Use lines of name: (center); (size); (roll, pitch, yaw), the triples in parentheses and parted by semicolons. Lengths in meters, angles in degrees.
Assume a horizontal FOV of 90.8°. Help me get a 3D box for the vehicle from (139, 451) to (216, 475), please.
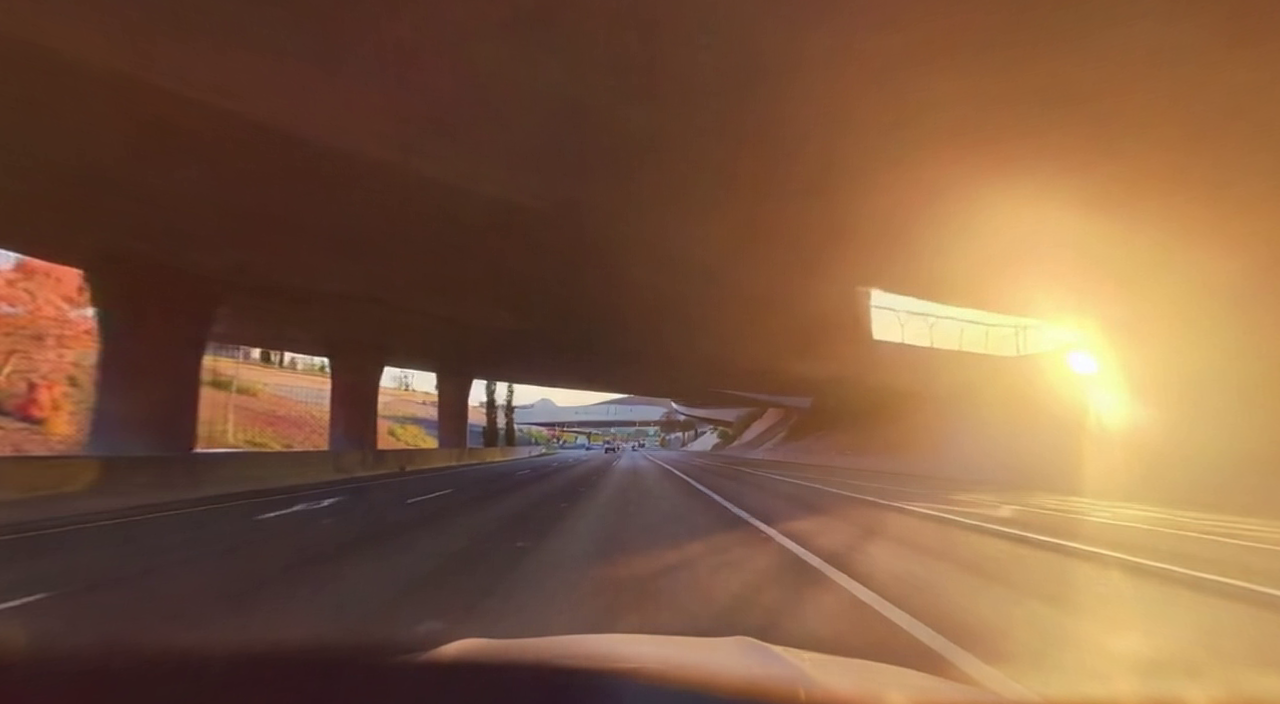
vehicle: (-31.932, 7.637, 43.841); (1.831, 1.519, 4.814); (0, -9, -2)
